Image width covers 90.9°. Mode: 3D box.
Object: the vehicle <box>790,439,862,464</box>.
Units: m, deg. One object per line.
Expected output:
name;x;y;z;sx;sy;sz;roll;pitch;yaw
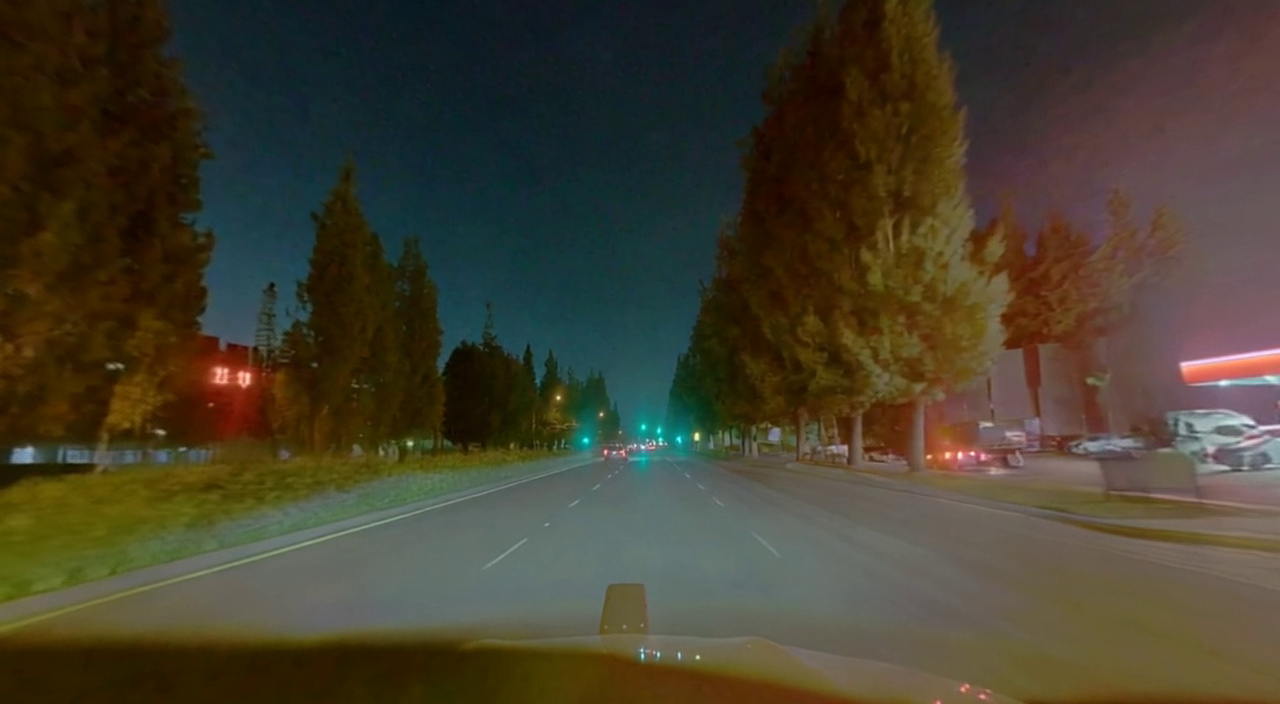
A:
vehicle;12.918;6.903;43.811;4.359;1.656;1.894;2;-9;-13

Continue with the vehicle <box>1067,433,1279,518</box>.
vehicle;11.656;2.528;13.512;1.967;1.500;4.353;-1;-8;1

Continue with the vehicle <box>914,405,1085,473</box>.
vehicle;15.225;3.728;26.999;5.820;2.752;2.234;0;-8;-1
